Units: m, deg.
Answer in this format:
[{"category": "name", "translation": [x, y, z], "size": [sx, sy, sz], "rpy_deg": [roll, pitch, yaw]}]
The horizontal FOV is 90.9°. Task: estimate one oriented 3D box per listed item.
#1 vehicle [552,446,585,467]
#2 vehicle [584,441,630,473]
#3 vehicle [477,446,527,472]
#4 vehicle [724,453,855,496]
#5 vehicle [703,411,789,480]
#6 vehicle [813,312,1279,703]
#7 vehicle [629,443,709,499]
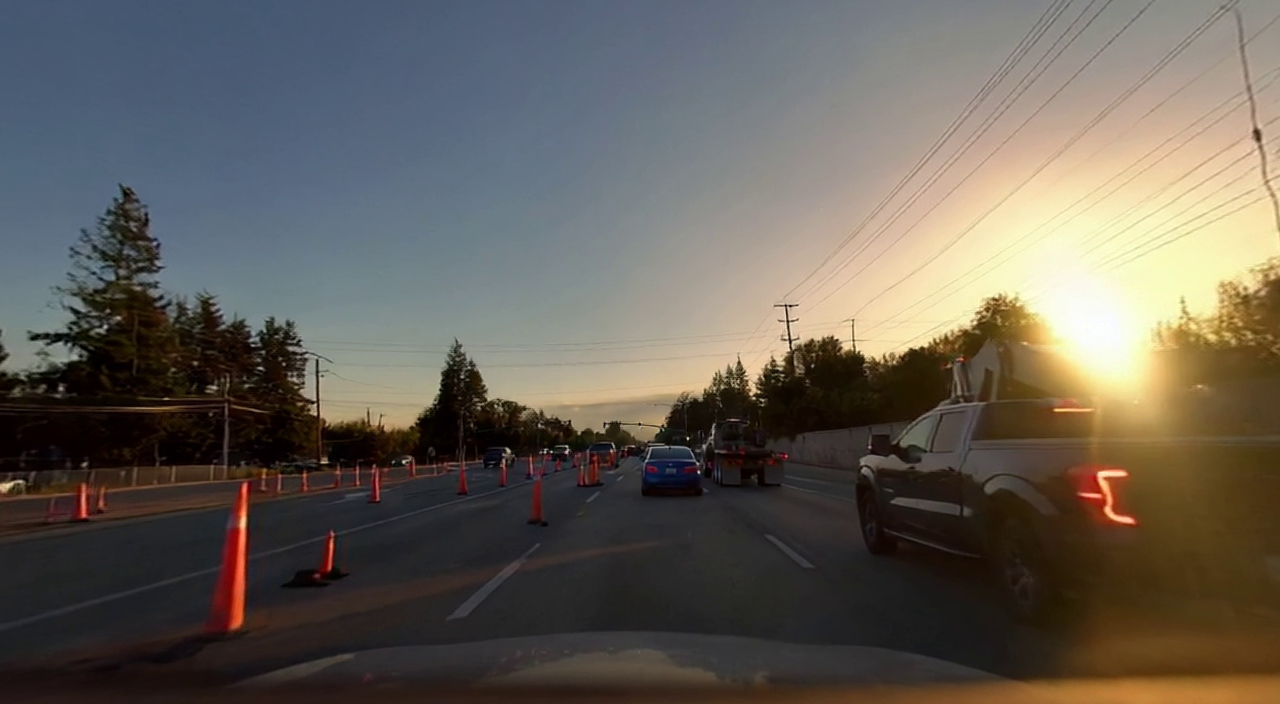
[{"category": "vehicle", "translation": [-5.384, 7.882, 47.815], "size": [1.999, 1.538, 4.325], "rpy_deg": [0, -8, -1]}, {"category": "vehicle", "translation": [-1.856, 6.134, 37.085], "size": [1.989, 1.729, 4.184], "rpy_deg": [-1, -9, 7]}, {"category": "vehicle", "translation": [-8.213, 6.411, 38.076], "size": [2.018, 1.490, 4.926], "rpy_deg": [0, -8, -2]}, {"category": "vehicle", "translation": [4.987, 4.276, 22.695], "size": [2.554, 1.217, 7.611], "rpy_deg": [1, -9, -3]}, {"category": "vehicle", "translation": [4.778, 4.399, 29.746], "size": [2.953, 2.907, 6.339], "rpy_deg": [0, -8, 0]}, {"category": "vehicle", "translation": [3.824, 1.263, 5.992], "size": [2.555, 2.017, 6.201], "rpy_deg": [0, -9, 0]}, {"category": "vehicle", "translation": [0.781, 3.479, 18.914], "size": [2.128, 1.473, 4.272], "rpy_deg": [0, -8, 0]}]
